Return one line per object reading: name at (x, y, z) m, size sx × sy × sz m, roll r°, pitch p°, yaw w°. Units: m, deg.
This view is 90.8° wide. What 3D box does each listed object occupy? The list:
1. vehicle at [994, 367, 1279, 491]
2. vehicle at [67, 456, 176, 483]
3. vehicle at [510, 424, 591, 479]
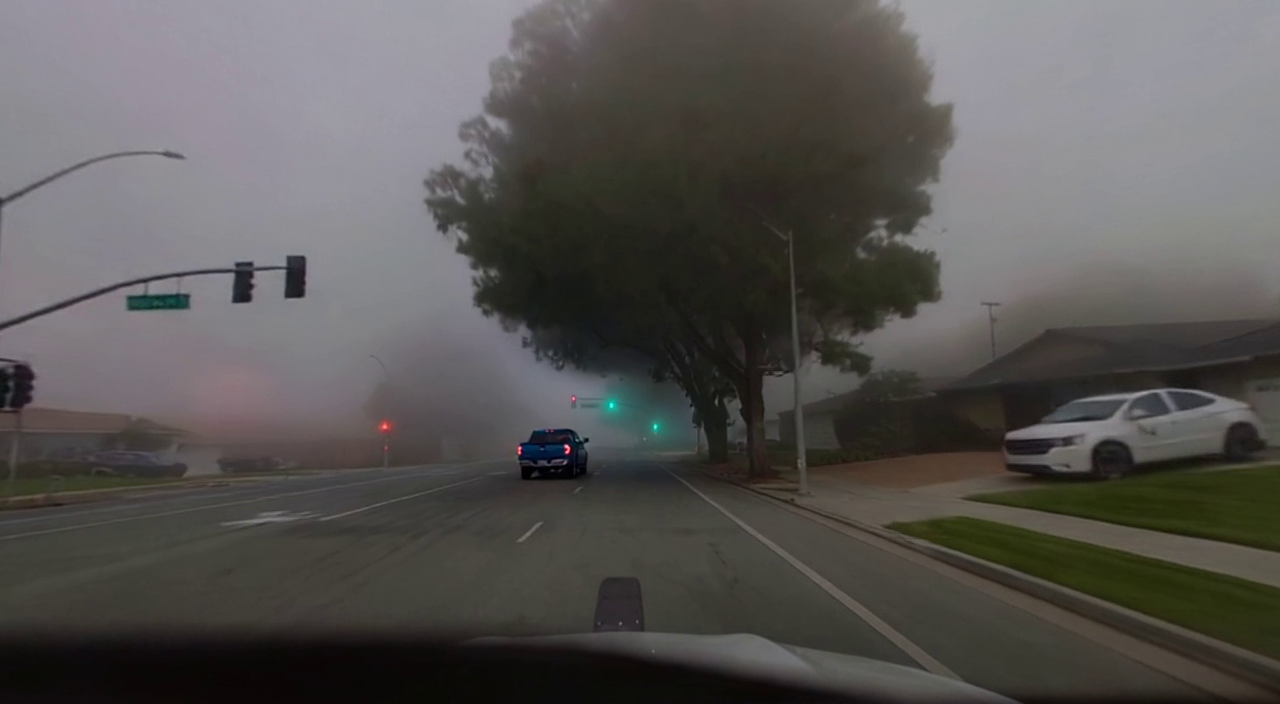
vehicle at (10.068, 1.468, 12.384) m, size 4.882 × 1.839 × 2.243 m, roll -4°, pitch -8°, yaw -9°
vehicle at (-30.268, 6.846, 37.005) m, size 4.506 × 1.453 × 2.108 m, roll 0°, pitch -9°, yaw 0°
vehicle at (-3.508, 4.103, 26.168) m, size 2.508 × 2.001 × 5.880 m, roll 0°, pitch -9°, yaw 0°
